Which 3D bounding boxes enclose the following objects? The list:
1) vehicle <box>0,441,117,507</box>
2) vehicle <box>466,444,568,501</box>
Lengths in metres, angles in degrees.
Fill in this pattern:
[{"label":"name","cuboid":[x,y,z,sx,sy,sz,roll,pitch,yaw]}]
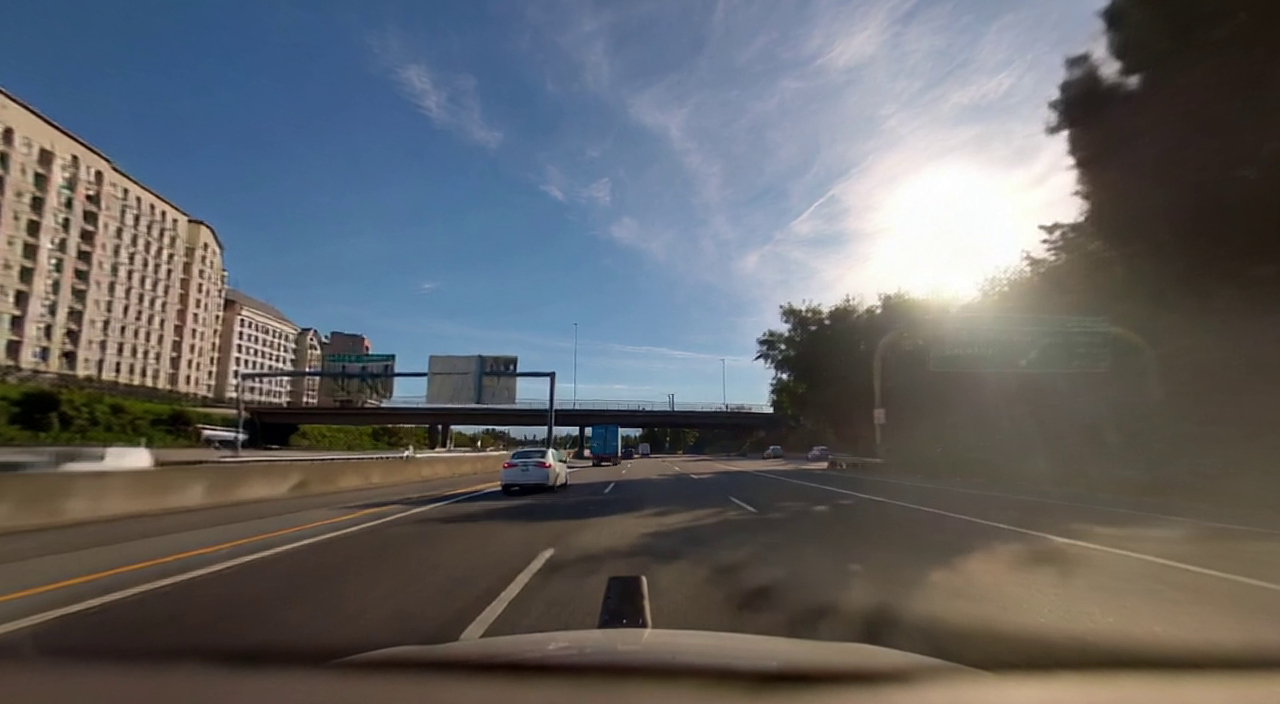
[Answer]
[{"label":"vehicle","cuboid":[-15.824,2.998,15.670,1.865,1.531,4.278,0,-9,1]},{"label":"vehicle","cuboid":[-3.476,3.510,18.737,2.039,1.478,4.483,0,-9,1]}]
